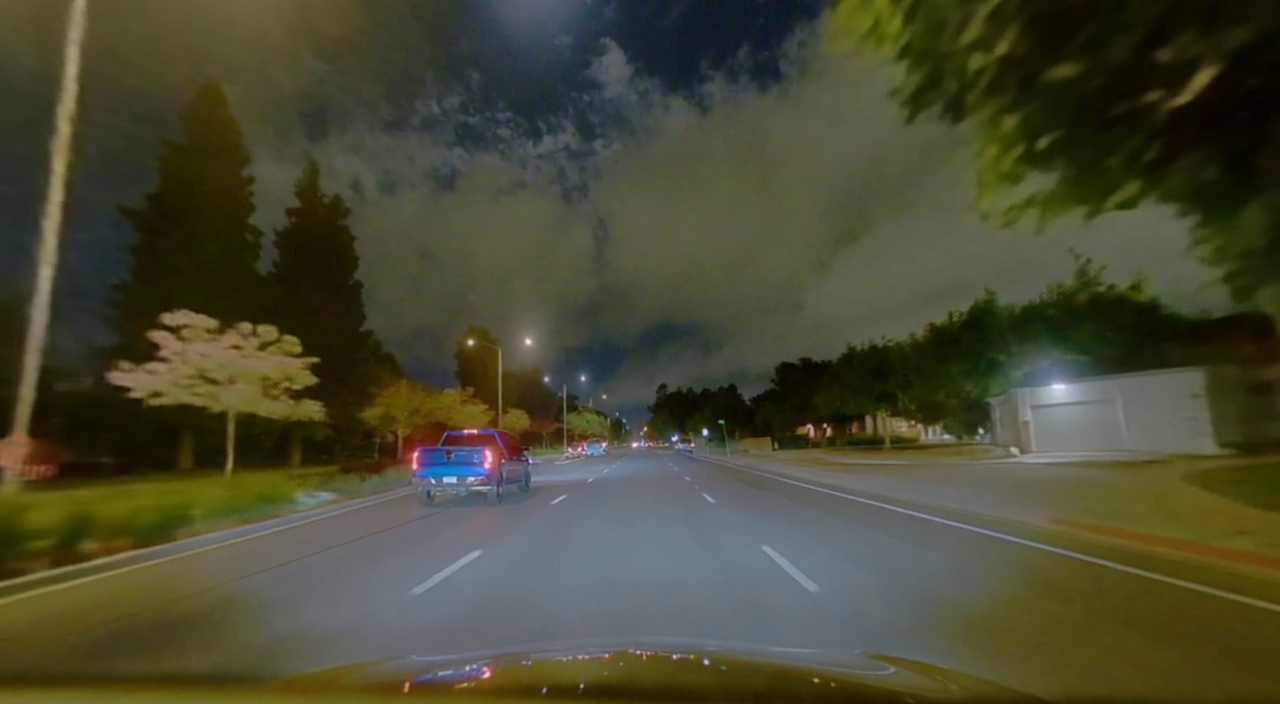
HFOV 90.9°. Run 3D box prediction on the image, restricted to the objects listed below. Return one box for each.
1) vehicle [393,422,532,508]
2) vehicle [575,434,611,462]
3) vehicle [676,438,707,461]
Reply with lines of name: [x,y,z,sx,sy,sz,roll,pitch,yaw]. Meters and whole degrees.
vehicle: [-4.081,2.694,15.453,2.002,1.747,4.728,0,-8,0]
vehicle: [-3.451,7.125,46.720,2.230,1.987,4.385,0,-8,1]
vehicle: [3.955,7.562,48.913,2.016,1.736,4.356,0,-8,0]
